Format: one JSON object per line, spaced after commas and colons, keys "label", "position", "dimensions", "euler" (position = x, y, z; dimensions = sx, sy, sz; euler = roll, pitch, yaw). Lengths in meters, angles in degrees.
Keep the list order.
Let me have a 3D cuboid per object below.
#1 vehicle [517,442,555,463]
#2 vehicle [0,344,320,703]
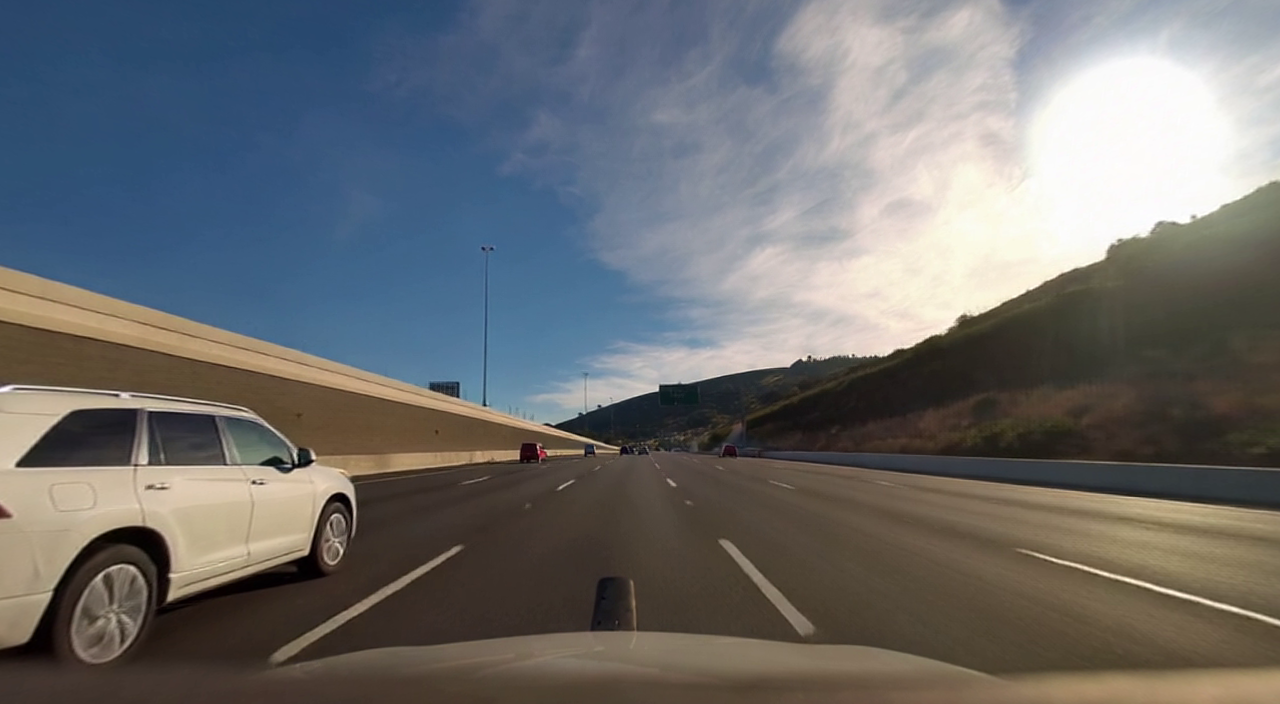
{"label": "vehicle", "position": [-7.781, 7.570, 47.647], "dimensions": [2.054, 1.474, 4.450], "euler": [0, -9, 1]}
{"label": "vehicle", "position": [-3.665, 0.867, 2.825], "dimensions": [2.047, 1.715, 4.689], "euler": [0, -9, -1]}
